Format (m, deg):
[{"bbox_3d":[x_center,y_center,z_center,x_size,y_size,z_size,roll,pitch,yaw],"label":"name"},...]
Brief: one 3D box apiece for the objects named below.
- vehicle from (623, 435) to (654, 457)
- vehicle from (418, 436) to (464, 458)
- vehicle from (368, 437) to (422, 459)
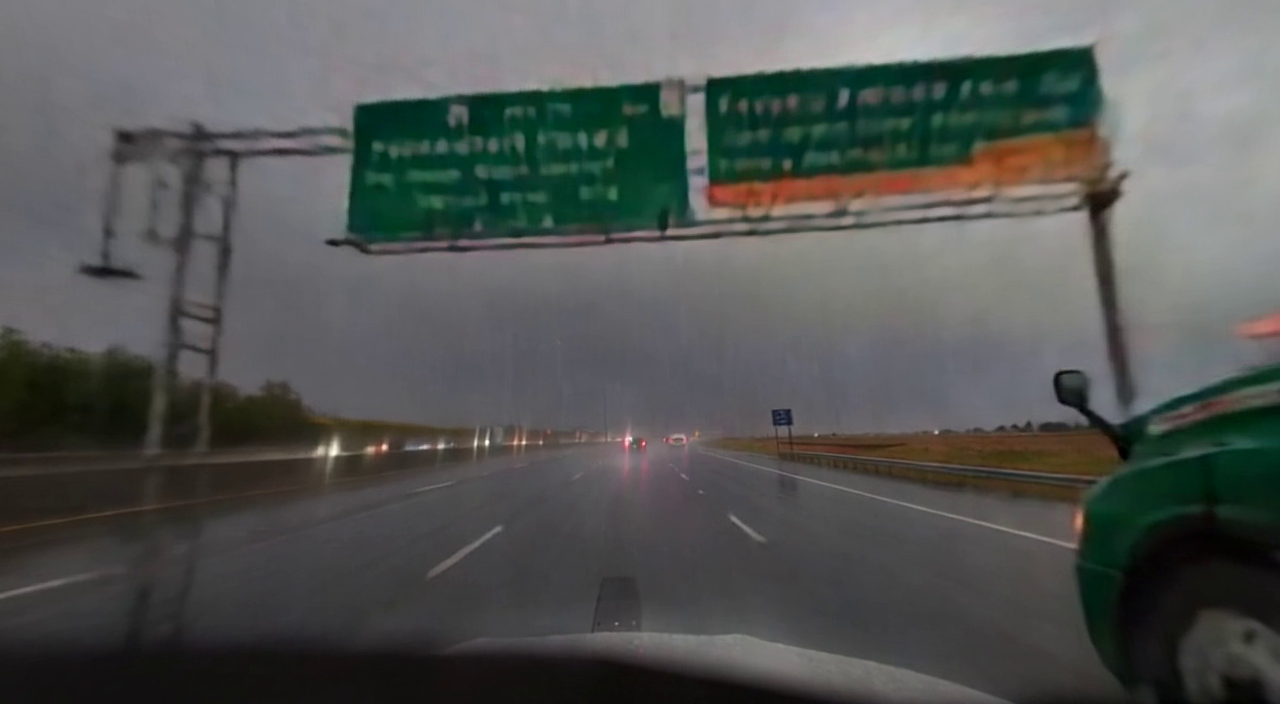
[{"bbox_3d":[-0.129,6.717,45.270,2.140,1.475,3.969,0,-8,0],"label":"vehicle"},{"bbox_3d":[-14.154,6.754,44.955,1.976,1.489,3.932,0,-8,1],"label":"vehicle"},{"bbox_3d":[-18.320,7.183,47.334,2.050,1.481,4.906,0,-8,1],"label":"vehicle"}]
